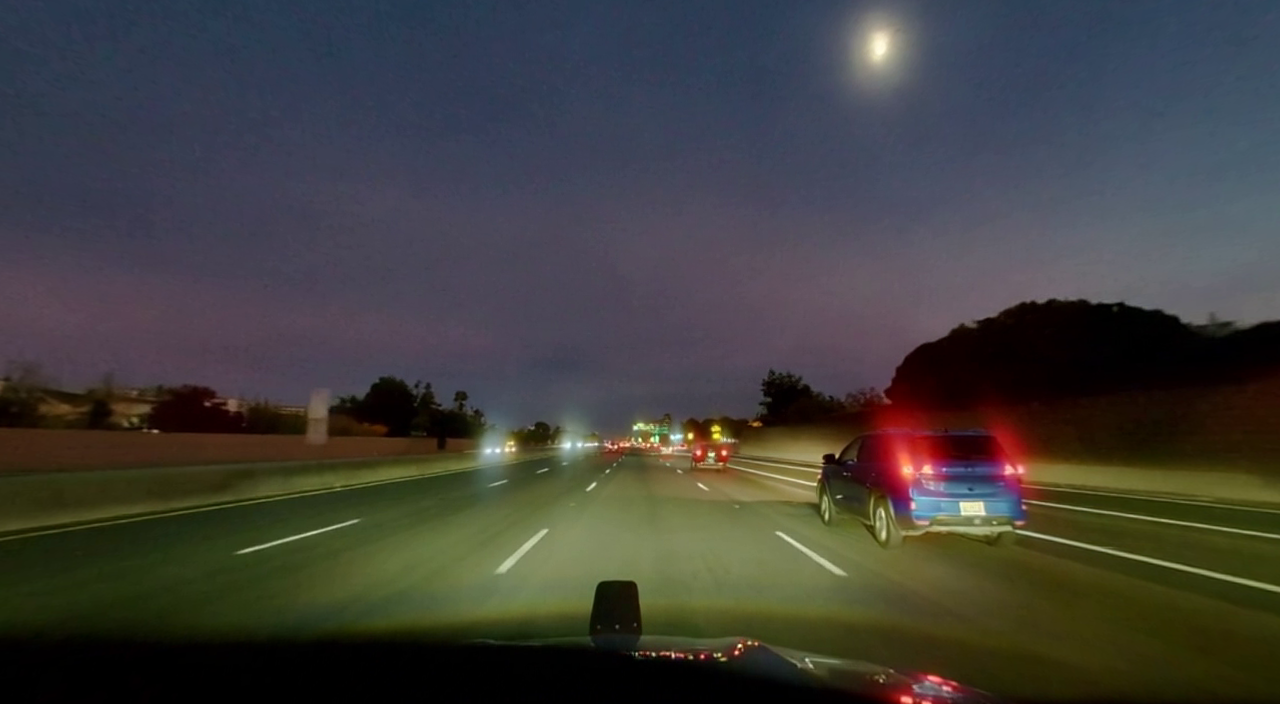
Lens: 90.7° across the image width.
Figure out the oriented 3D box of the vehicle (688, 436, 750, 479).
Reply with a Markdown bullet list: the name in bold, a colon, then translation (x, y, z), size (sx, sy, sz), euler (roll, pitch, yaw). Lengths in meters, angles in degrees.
- **vehicle**: translation (3.343, 4.576, 27.657), size (2.045, 1.688, 4.313), euler (0, -9, -1)

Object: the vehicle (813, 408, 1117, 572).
- **vehicle**: translation (3.982, 1.759, 8.775), size (1.910, 1.696, 4.187), euler (0, -9, -1)
